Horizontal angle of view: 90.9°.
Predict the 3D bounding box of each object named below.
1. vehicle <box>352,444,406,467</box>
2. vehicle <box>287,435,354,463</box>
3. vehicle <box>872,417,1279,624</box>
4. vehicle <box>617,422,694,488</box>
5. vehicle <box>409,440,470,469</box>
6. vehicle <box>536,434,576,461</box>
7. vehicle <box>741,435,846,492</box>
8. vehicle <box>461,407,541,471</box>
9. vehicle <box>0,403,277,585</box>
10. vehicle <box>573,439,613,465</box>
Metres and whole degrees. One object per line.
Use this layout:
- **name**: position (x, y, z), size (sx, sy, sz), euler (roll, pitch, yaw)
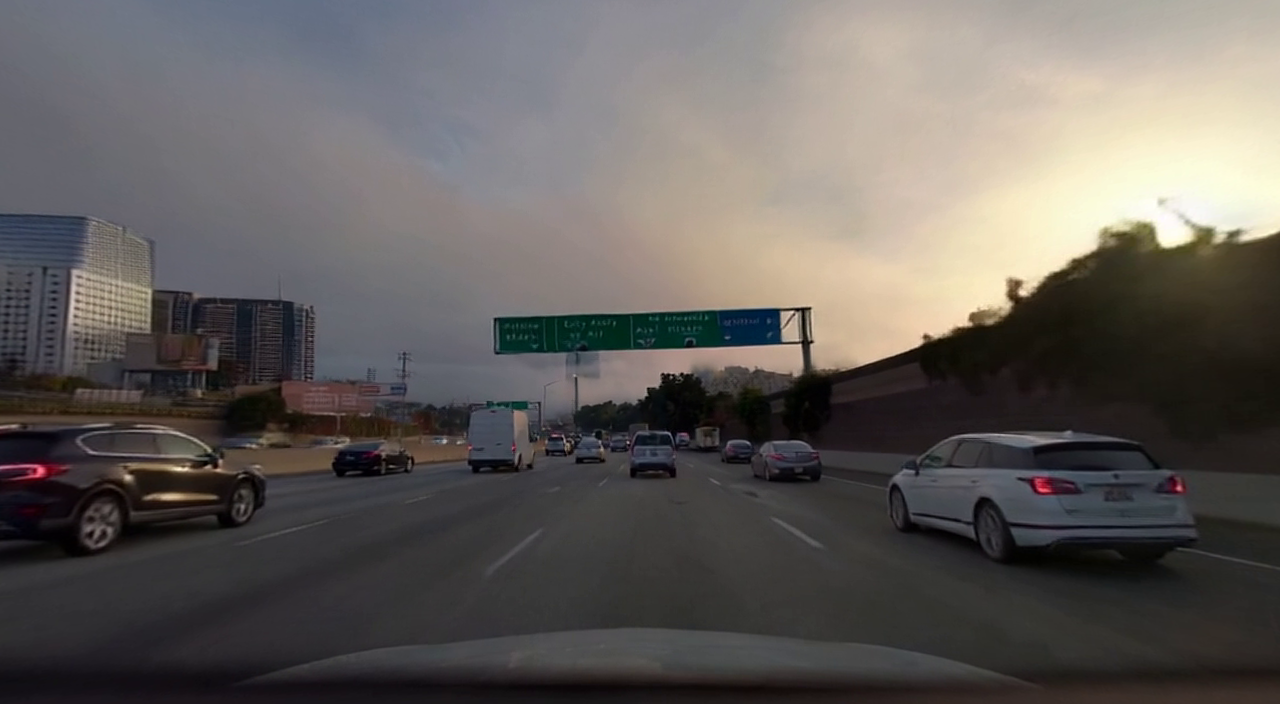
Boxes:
- **vehicle**: position (-16.508, 6.525, 40.063), size (1.823, 1.388, 3.705), euler (0, -8, 1)
- **vehicle**: position (-20.705, 6.323, 41.103), size (1.920, 1.695, 4.612), euler (0, -8, 1)
- **vehicle**: position (4.353, 1.554, 6.893), size (1.915, 1.482, 4.537), euler (0, -8, 0)
- **vehicle**: position (0.456, 3.274, 20.395), size (2.209, 1.863, 4.626), euler (0, -8, 1)
- **vehicle**: position (-10.607, 5.446, 33.682), size (1.923, 1.480, 3.905), euler (0, -8, 1)
- **vehicle**: position (-6.479, 7.425, 49.264), size (2.269, 1.929, 6.032), euler (0, -8, 0)
- **vehicle**: position (4.375, 3.250, 18.798), size (1.942, 1.487, 4.518), euler (0, -8, -1)
- **vehicle**: position (-6.783, 4.410, 31.838), size (2.358, 2.817, 7.055), euler (0, -8, 1)
- **vehicle**: position (-6.770, 1.571, 7.642), size (2.021, 1.632, 4.417), euler (0, -8, 1)
- **vehicle**: position (-2.841, 6.190, 39.292), size (2.079, 1.499, 4.512), euler (0, -8, 1)
